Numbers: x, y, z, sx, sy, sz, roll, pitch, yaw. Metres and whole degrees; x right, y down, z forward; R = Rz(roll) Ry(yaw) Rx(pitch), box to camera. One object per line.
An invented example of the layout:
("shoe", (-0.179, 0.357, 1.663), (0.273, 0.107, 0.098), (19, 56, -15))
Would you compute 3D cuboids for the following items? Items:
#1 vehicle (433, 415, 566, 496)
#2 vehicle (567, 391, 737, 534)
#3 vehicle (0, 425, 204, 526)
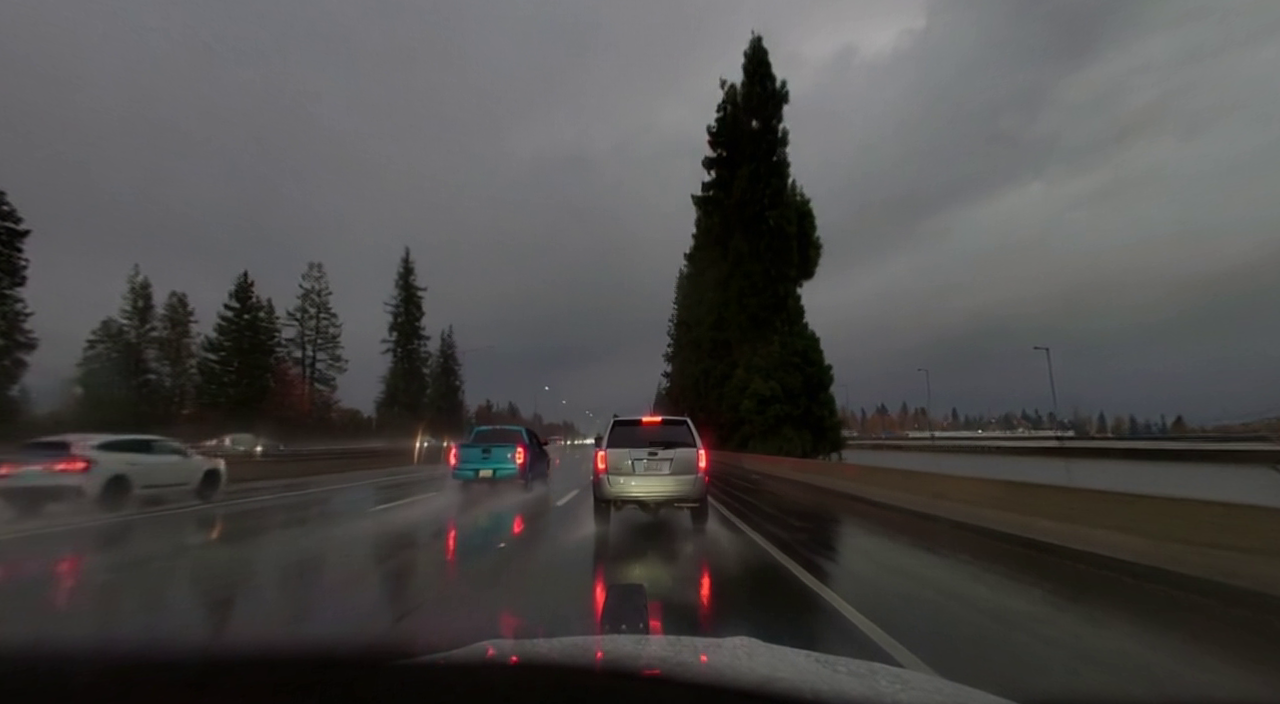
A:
("vehicle", (-3.784, 2.953, 18.339), (2.486, 1.962, 5.525), (0, -8, 1))
("vehicle", (0.162, 1.908, 11.362), (2.395, 2.013, 4.734), (0, -8, 0))
("vehicle", (-10.470, 2.101, 11.180), (2.002, 1.484, 4.798), (0, -8, 1))
